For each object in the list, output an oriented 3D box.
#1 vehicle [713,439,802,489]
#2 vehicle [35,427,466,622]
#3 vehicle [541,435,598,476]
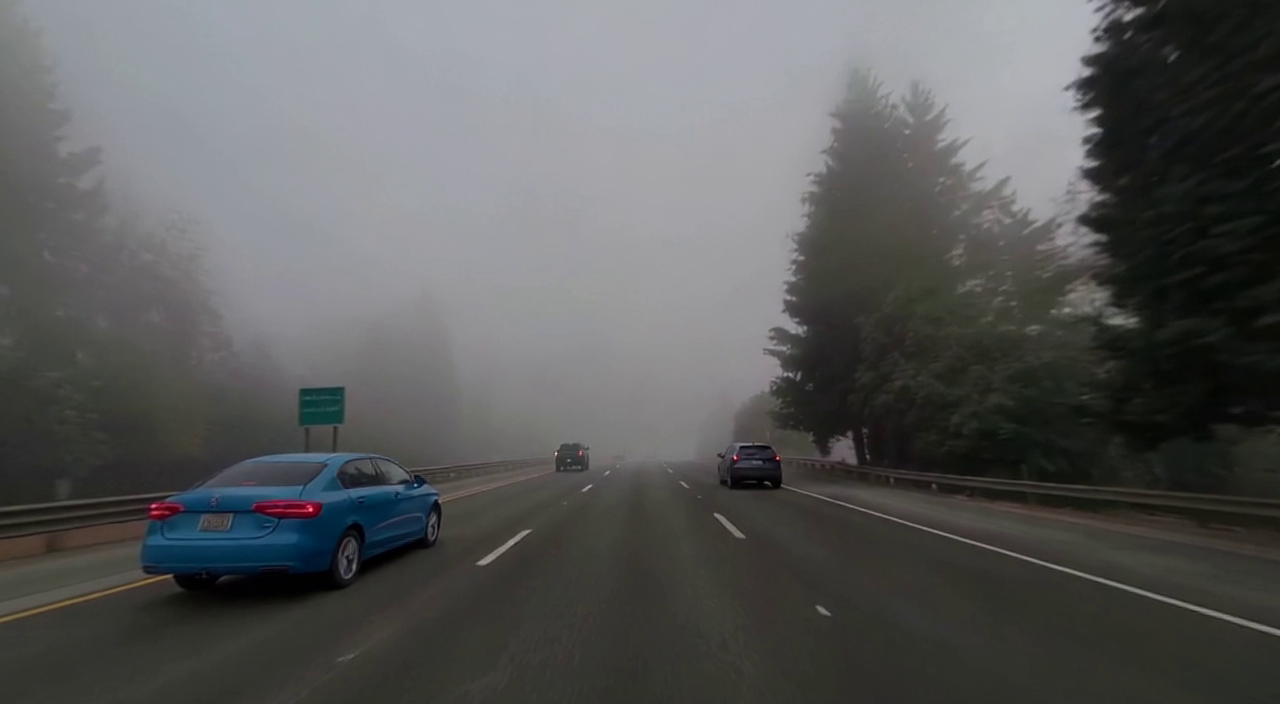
[{"bbox_3d":[3.799,3.734,21.310,2.100,1.472,4.533,0,-9,-1],"label":"vehicle"},{"bbox_3d":[-3.614,1.659,7.118,1.948,1.475,4.461,0,-9,1],"label":"vehicle"},{"bbox_3d":[-3.366,5.053,30.932,2.122,1.847,4.696,0,-9,1],"label":"vehicle"}]
